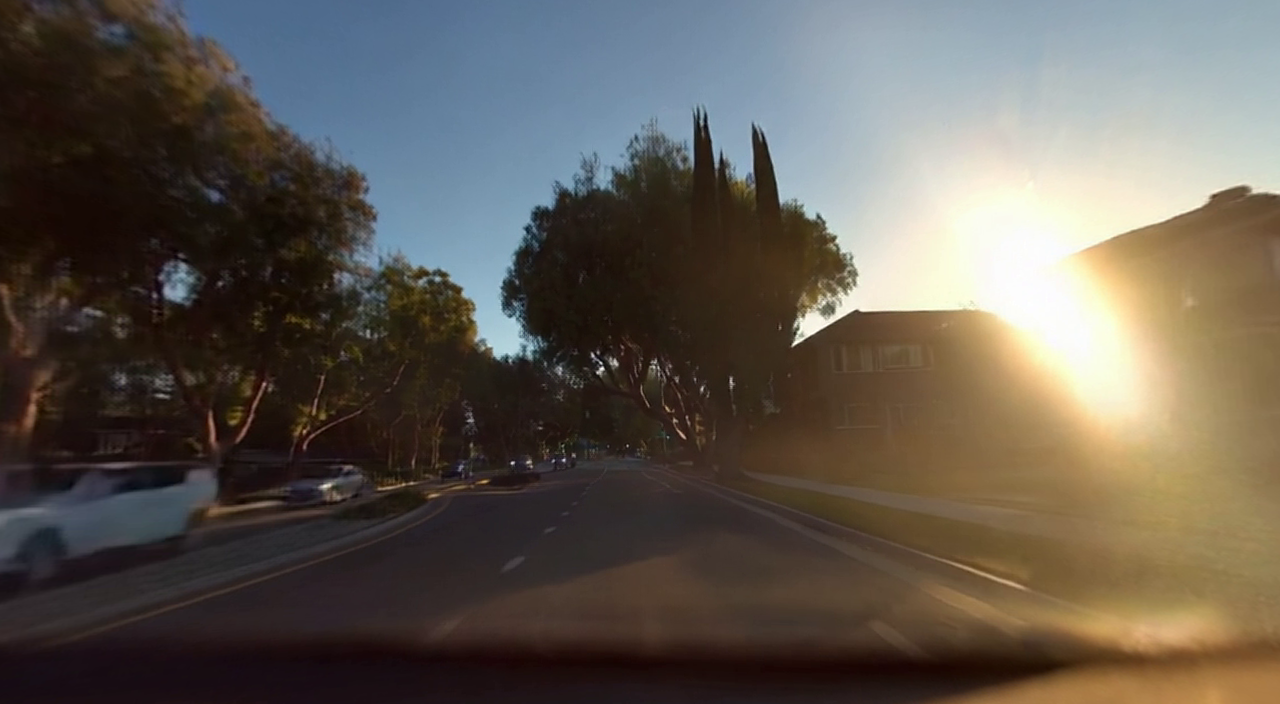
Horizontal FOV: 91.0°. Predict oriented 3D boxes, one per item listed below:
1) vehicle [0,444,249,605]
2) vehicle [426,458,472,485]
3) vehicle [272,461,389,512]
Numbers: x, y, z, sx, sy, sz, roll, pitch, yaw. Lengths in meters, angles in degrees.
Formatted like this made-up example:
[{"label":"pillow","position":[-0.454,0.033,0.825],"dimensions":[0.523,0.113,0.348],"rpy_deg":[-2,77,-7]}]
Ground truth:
[{"label":"vehicle","position":[-8.395,2.307,9.450],"dimensions":[2.057,1.805,4.933],"rpy_deg":[0,-8,-3]},{"label":"vehicle","position":[-13.550,8.464,44.854],"dimensions":[1.979,1.757,4.514],"rpy_deg":[0,-8,-2]},{"label":"vehicle","position":[-10.951,4.756,22.663],"dimensions":[1.925,1.503,4.411],"rpy_deg":[0,-8,1]}]
